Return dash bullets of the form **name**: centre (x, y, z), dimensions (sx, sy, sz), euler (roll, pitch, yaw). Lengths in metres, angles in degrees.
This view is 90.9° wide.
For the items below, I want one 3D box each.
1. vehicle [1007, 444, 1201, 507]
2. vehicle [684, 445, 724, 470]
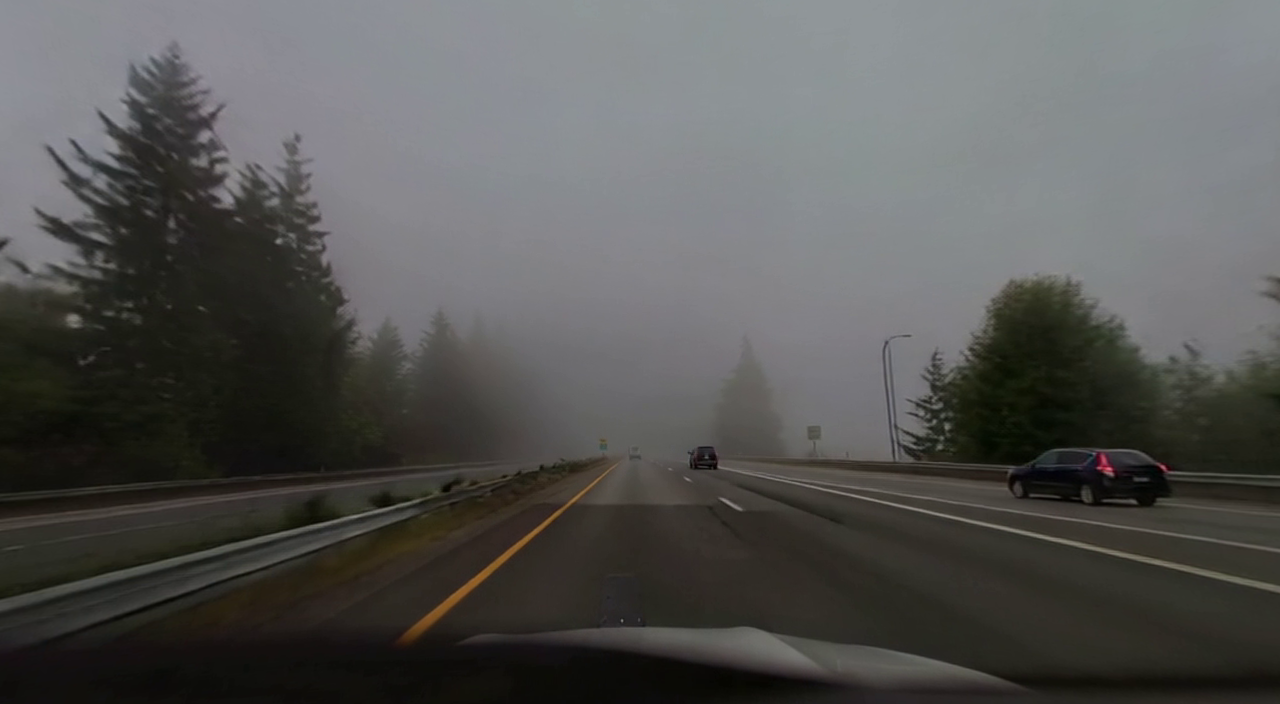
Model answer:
- **vehicle**: centre (11.543, 3.064, 16.066), dimensions (1.926, 1.386, 3.719), euler (0, -9, -4)
- **vehicle**: centre (4.243, 7.047, 42.312), dimensions (2.058, 1.605, 4.116), euler (0, -9, -2)
